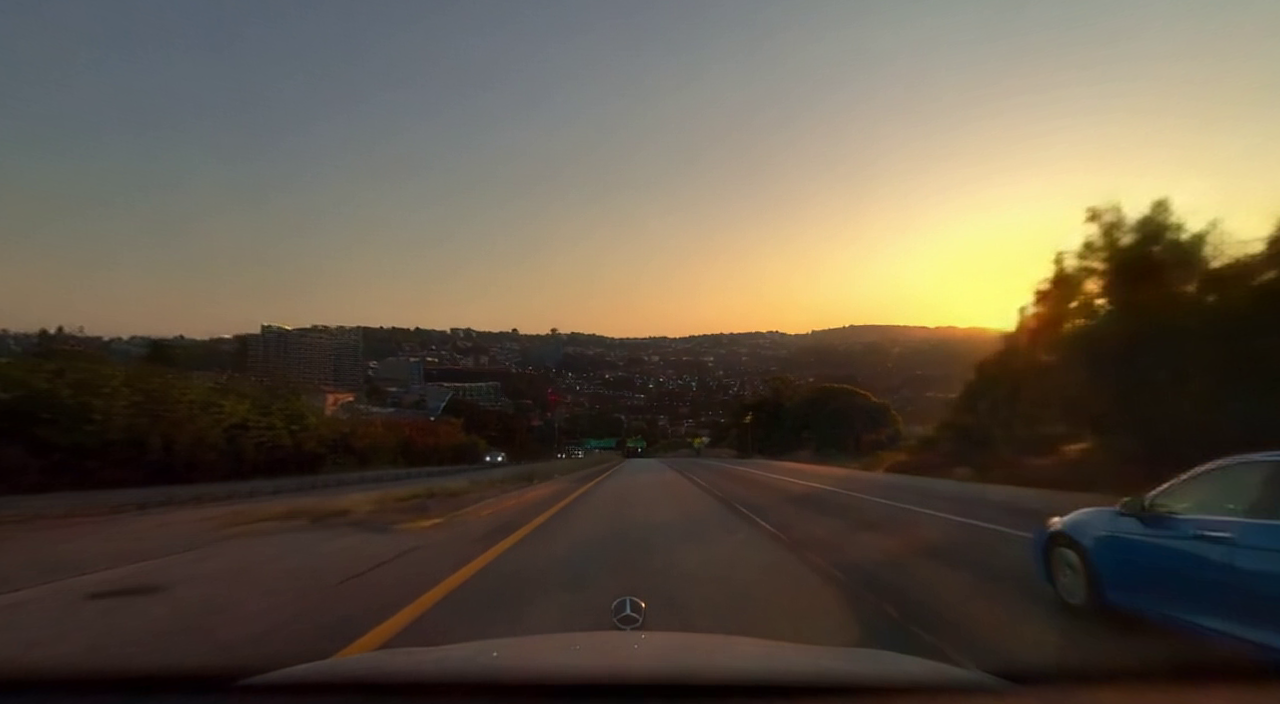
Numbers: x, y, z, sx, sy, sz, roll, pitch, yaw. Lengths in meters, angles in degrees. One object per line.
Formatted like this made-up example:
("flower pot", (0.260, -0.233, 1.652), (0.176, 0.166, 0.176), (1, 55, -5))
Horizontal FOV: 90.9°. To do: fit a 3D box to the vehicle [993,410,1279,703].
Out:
("vehicle", (4.200, 1.040, 3.183), (2.053, 1.490, 4.799), (-1, -8, 0))
